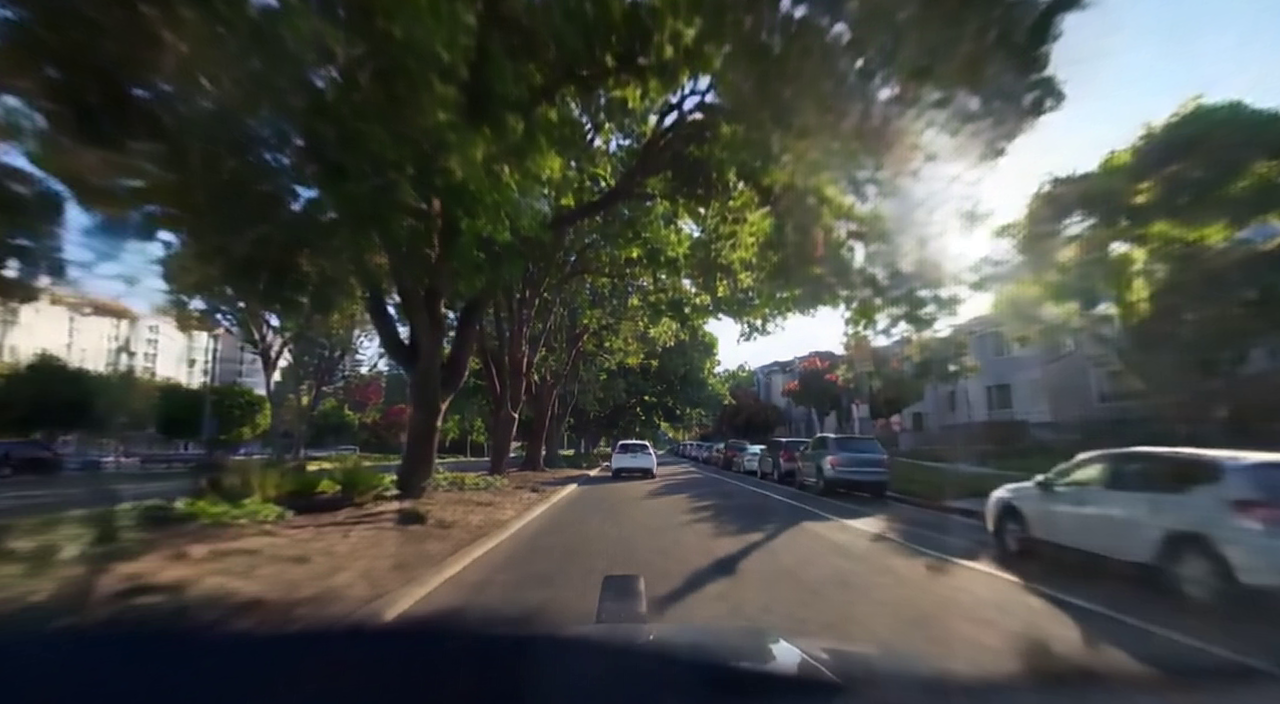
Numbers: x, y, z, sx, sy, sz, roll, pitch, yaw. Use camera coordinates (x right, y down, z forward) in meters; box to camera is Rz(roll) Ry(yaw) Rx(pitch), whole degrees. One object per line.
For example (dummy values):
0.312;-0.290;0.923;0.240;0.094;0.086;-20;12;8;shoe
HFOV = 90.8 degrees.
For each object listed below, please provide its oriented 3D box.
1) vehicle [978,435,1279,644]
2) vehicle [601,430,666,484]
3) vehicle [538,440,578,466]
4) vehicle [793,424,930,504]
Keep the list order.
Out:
5.562;1.561;5.988;2.022;1.484;4.612;0;-8;-2;vehicle
-0.263;3.632;22.162;2.070;1.698;3.925;0;-8;-1;vehicle
-4.973;6.222;38.975;2.105;1.474;4.808;0;-8;-3;vehicle
5.825;3.008;17.363;2.139;1.872;4.585;0;-8;1;vehicle
